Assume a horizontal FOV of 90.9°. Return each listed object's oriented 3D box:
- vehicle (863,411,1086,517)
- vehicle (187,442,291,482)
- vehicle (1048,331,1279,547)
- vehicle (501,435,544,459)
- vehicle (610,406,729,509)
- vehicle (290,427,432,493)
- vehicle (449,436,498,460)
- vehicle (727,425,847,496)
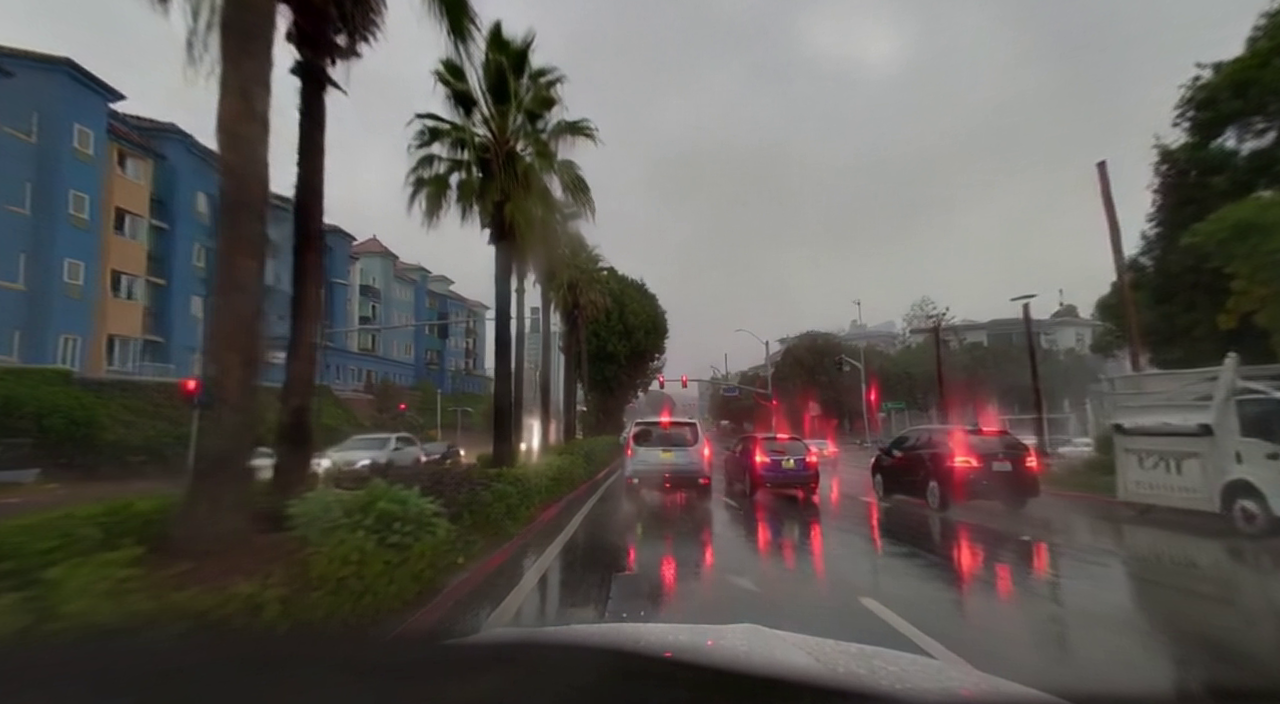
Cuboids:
[{"bbox_3d":[7.246,2.492,14.582,2.215,1.973,5.323,0,-8,0],"label":"vehicle"},{"bbox_3d":[-18.851,5.159,29.936,1.972,1.694,4.466,-1,-8,1],"label":"vehicle"},{"bbox_3d":[10.351,1.344,10.895,2.663,3.061,5.602,-2,-4,-1],"label":"vehicle"},{"bbox_3d":[-7.828,6.371,42.327,1.937,1.530,4.107,-1,-8,3],"label":"vehicle"},{"bbox_3d":[0.639,2.610,16.019,2.487,2.115,5.444,0,-8,1],"label":"vehicle"},{"bbox_3d":[-8.195,3.211,19.105,2.050,1.725,4.677,-1,-8,2],"label":"vehicle"},{"bbox_3d":[-11.043,6.420,42.146,2.011,1.520,3.902,-1,-8,3],"label":"vehicle"},{"bbox_3d":[4.008,3.071,18.227,2.283,1.738,4.916,0,-8,0],"label":"vehicle"}]
